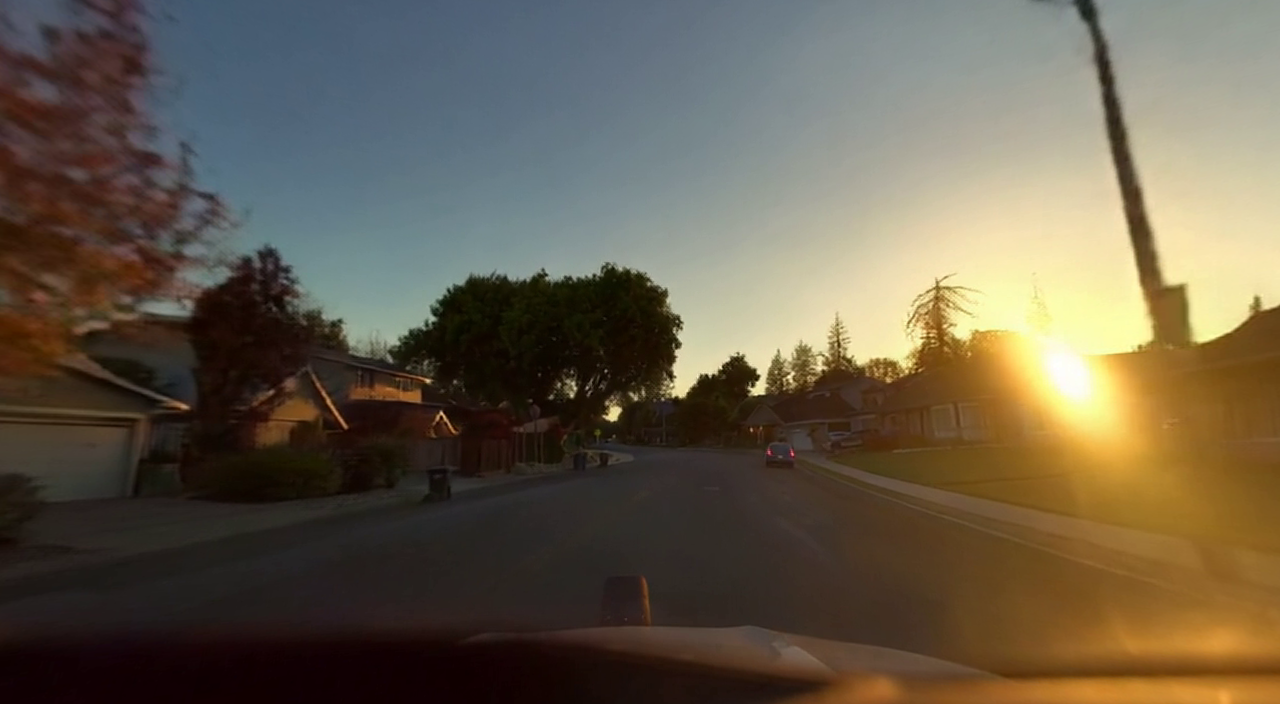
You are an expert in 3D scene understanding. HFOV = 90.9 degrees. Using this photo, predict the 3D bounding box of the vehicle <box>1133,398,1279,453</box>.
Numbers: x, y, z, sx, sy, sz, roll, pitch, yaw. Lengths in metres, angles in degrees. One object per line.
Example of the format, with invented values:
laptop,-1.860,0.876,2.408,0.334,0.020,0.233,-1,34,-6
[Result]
vehicle,20.009,2.588,21.791,1.830,1.698,4.624,1,-8,-6

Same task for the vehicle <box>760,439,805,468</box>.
vehicle,7.832,5.600,34.993,2.129,1.490,4.369,-1,-9,9
